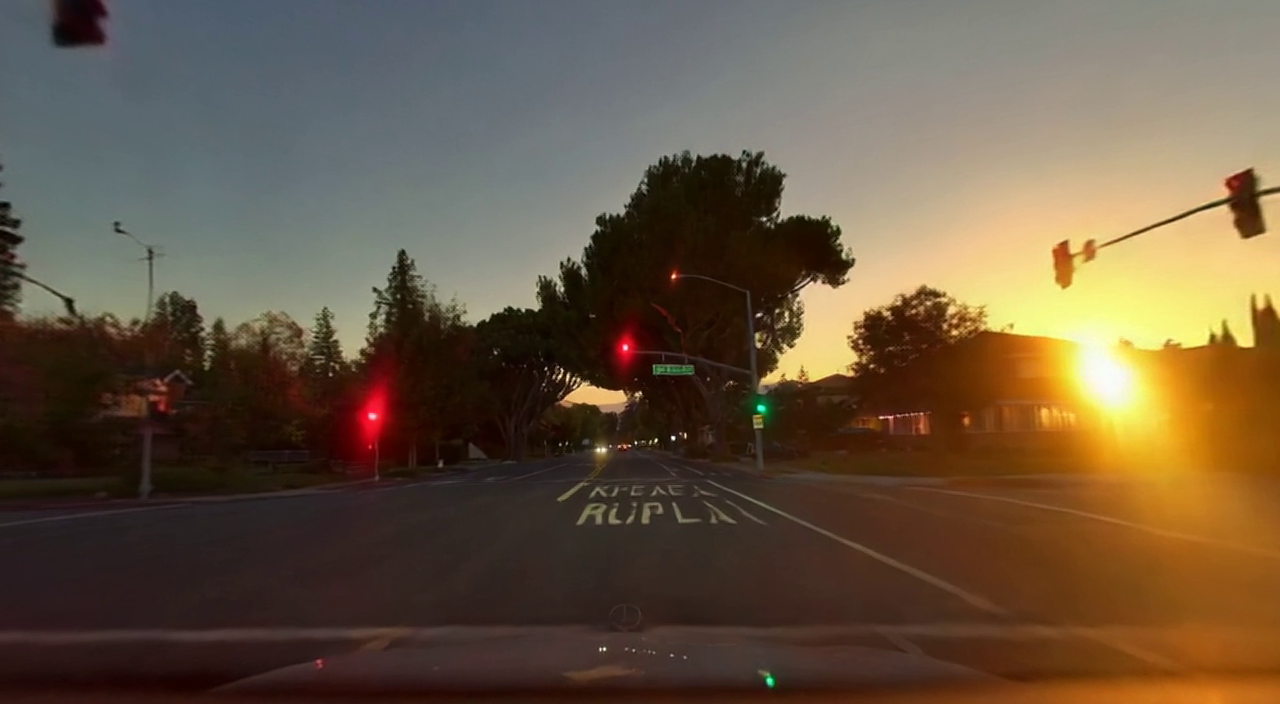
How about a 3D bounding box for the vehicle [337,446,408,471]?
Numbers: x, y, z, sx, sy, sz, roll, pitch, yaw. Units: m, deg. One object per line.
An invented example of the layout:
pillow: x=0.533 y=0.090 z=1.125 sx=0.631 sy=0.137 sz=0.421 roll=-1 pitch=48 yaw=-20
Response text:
vehicle: x=-18.807 y=7.463 z=44.518 sx=4.115 sy=1.699 sz=1.848 roll=0 pitch=-8 yaw=-1
